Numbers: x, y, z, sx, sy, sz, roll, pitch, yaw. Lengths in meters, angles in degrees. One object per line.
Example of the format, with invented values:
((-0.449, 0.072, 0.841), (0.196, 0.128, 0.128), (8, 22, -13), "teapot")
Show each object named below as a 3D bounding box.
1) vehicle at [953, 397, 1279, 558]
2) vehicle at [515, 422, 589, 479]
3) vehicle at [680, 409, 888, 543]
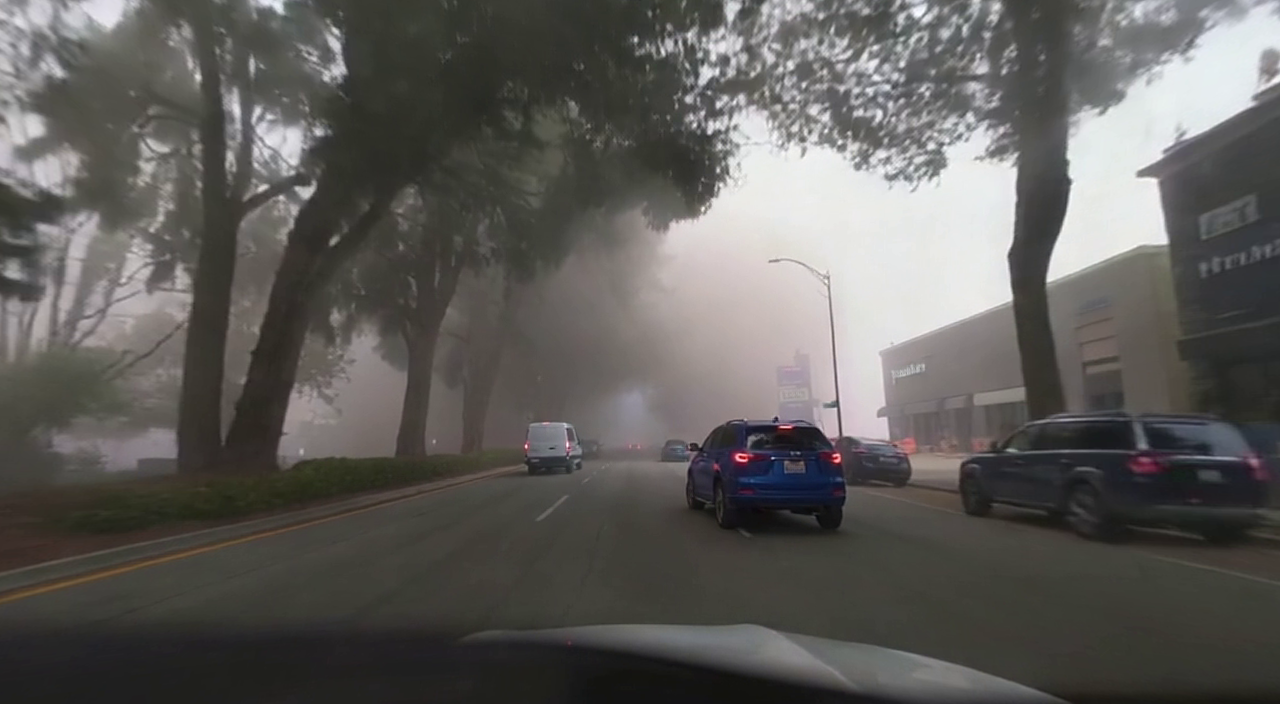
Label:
((6.894, 1.744, 9.452), (1.945, 1.797, 4.591), (0, -8, -2), "vehicle")
((-3.484, 4.048, 26.142), (2.357, 2.063, 5.488), (0, -8, -1), "vehicle")
((2.026, 1.920, 10.408), (2.168, 1.725, 4.192), (0, -8, -4), "vehicle")
